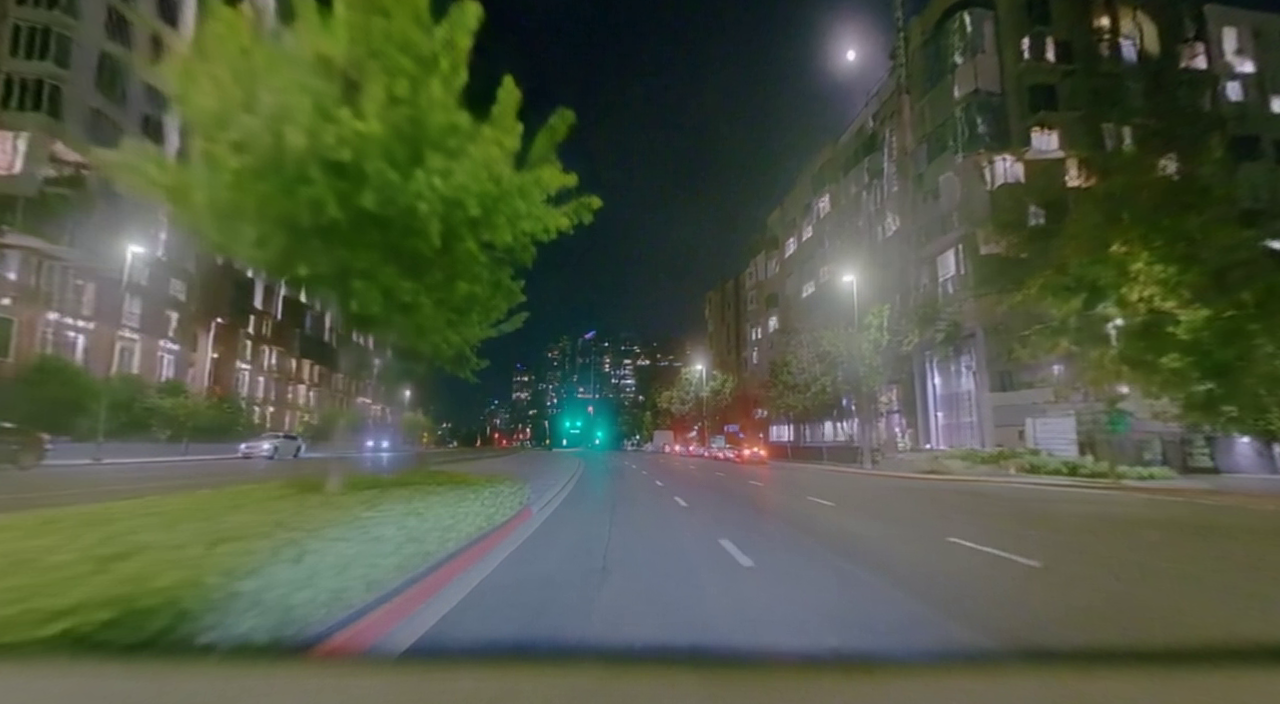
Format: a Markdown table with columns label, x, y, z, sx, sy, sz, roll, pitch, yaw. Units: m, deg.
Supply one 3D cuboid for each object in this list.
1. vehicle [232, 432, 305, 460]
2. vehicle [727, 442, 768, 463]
| label | x | y | z | sx | sy | sz | roll | pitch | yaw |
| --- | --- | --- | --- | --- | --- | --- | --- | --- | --- |
| vehicle | -20.009 | 5.094 | 34.232 | 1.822 | 1.453 | 4.053 | 1 | -9 | -6 |
| vehicle | 8.129 | 7.651 | 48.353 | 1.907 | 1.524 | 4.381 | 1 | -9 | -7 |
